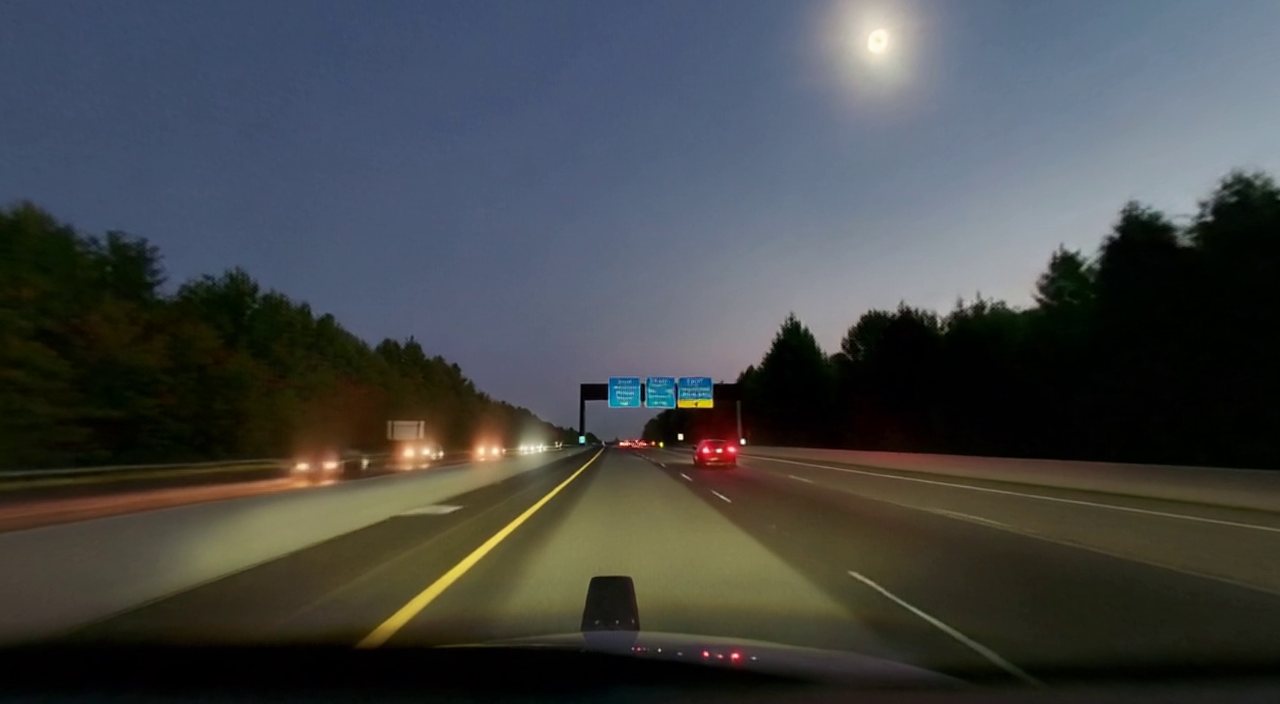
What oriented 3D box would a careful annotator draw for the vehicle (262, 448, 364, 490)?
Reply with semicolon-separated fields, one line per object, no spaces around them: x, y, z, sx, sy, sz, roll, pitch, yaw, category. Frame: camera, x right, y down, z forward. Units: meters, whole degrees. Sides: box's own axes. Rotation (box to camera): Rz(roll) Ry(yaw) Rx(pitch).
-13.403;4.778;26.170;1.924;1.488;4.511;0;-8;-2;vehicle

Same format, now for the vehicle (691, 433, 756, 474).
3.376;4.197;26.374;1.958;1.526;4.227;1;-8;-3;vehicle
